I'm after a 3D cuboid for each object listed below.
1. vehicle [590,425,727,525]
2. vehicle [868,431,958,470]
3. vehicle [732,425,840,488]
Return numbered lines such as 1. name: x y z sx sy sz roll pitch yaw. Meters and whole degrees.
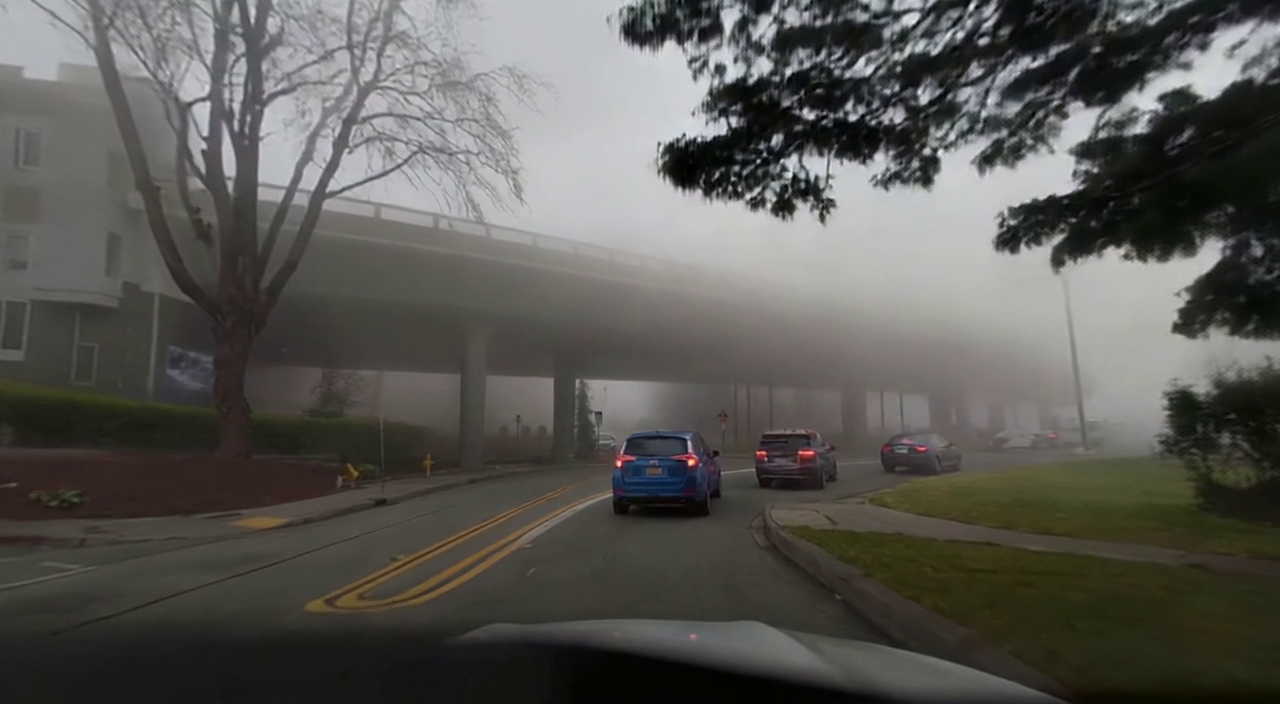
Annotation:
1. vehicle: 0.595 2.320 12.535 2.087 1.578 4.652 -2 -9 9
2. vehicle: 13.442 4.826 31.039 4.310 1.762 1.995 6 -10 -34
3. vehicle: 5.120 3.508 21.677 2.241 1.885 4.771 -4 -9 31
